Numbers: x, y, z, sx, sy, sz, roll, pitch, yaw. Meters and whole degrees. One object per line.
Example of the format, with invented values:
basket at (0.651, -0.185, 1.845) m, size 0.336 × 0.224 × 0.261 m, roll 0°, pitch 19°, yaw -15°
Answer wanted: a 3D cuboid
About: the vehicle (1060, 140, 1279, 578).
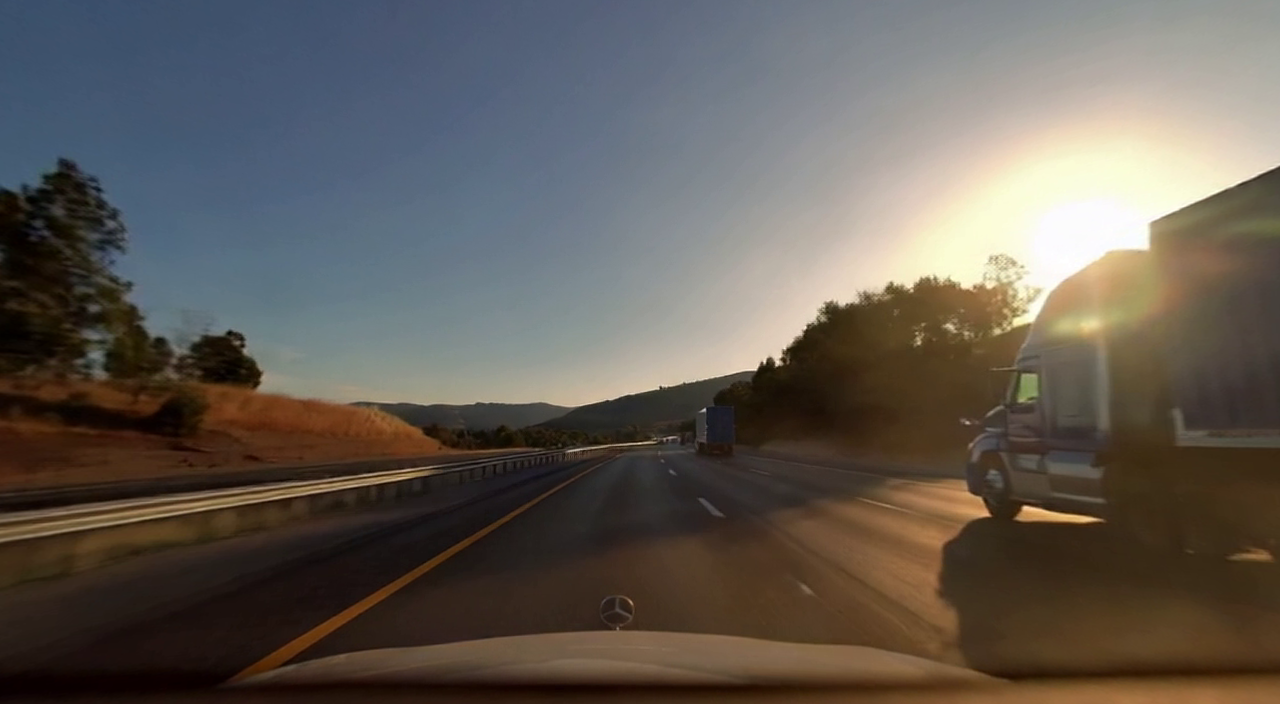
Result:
vehicle at (7.504, -0.538, 1.757) m, size 2.885 × 4.075 × 13.981 m, roll 0°, pitch -8°, yaw -1°
